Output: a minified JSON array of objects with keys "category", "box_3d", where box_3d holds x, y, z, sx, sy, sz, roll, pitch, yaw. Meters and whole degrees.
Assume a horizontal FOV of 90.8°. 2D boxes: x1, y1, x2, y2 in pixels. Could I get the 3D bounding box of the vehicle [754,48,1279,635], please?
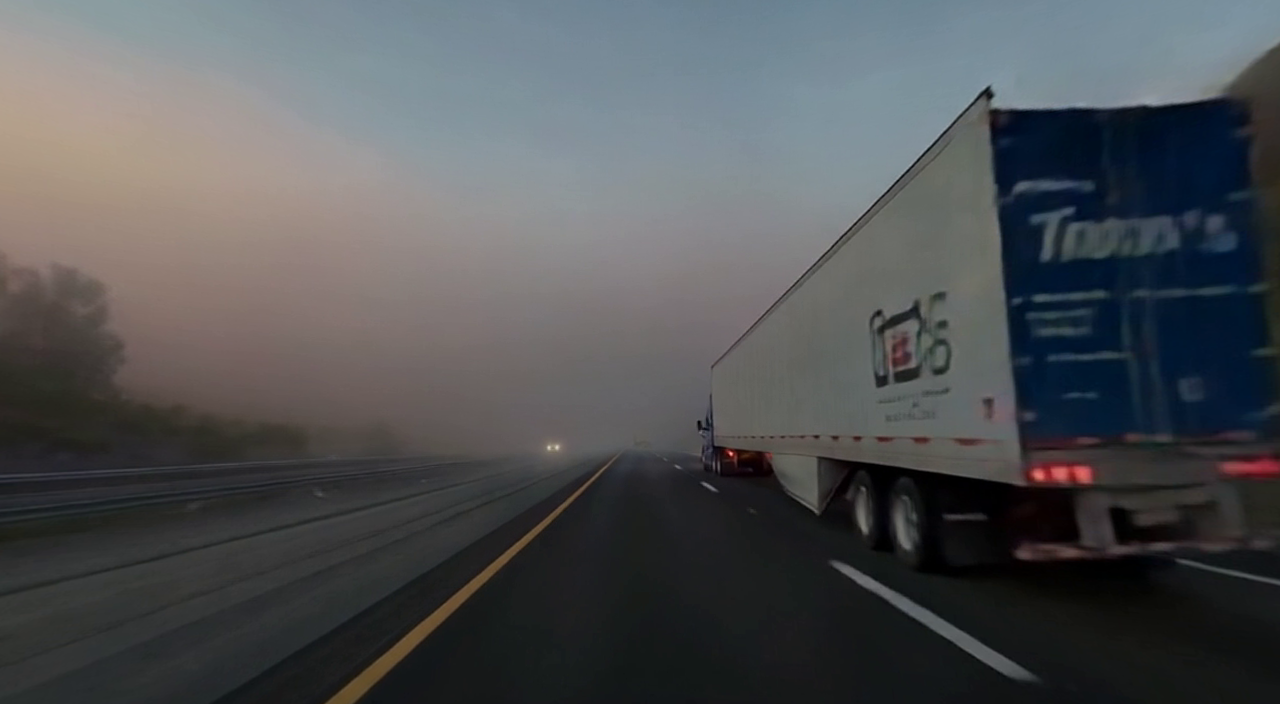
[{"category":"vehicle","box_3d":[4.182,0.467,9.367,3.039,4.342,9.556,-1,-8,-1]}]
